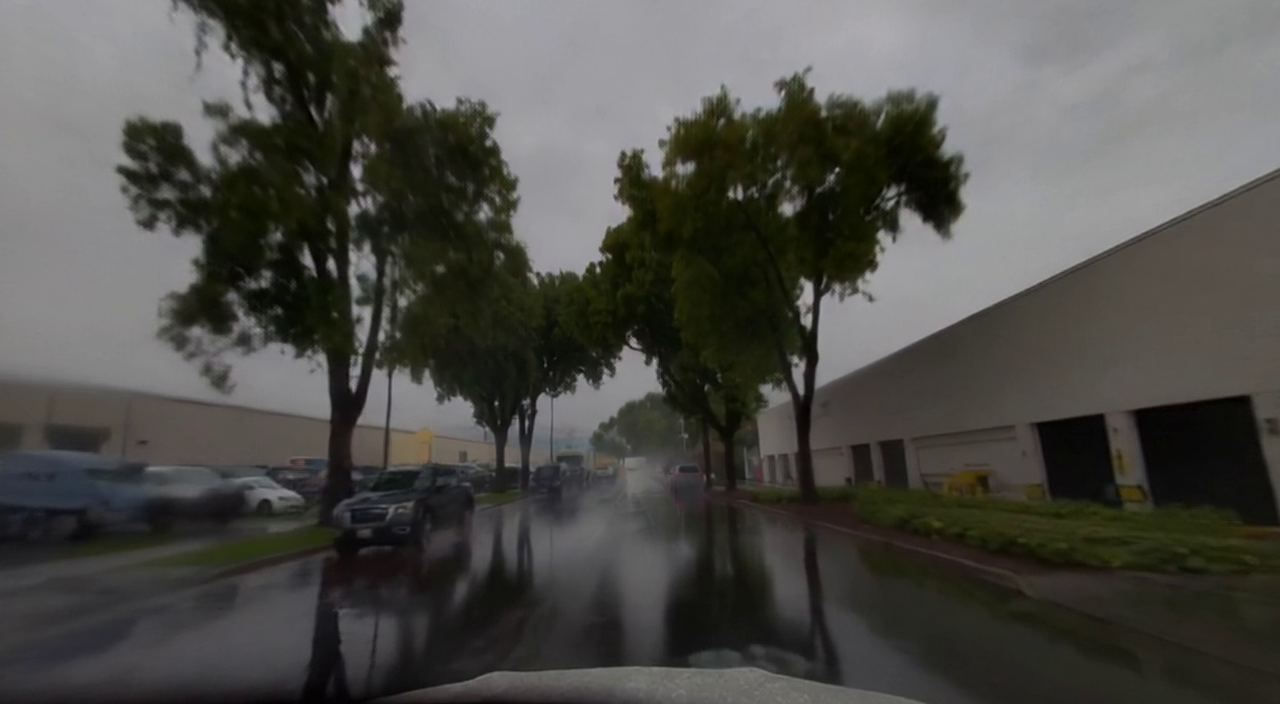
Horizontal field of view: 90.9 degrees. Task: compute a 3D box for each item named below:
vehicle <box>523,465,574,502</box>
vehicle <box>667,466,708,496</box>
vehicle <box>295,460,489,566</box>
[{"bbox_3d":[-4.365,6.343,30.591,1.835,1.625,3.674,0,-11,1],"label":"vehicle"},{"bbox_3d":[2.457,6.811,33.399,1.819,1.446,3.909,1,-11,-1],"label":"vehicle"},{"bbox_3d":[-4.493,2.954,12.348,1.927,1.580,4.556,-1,-9,0],"label":"vehicle"}]
